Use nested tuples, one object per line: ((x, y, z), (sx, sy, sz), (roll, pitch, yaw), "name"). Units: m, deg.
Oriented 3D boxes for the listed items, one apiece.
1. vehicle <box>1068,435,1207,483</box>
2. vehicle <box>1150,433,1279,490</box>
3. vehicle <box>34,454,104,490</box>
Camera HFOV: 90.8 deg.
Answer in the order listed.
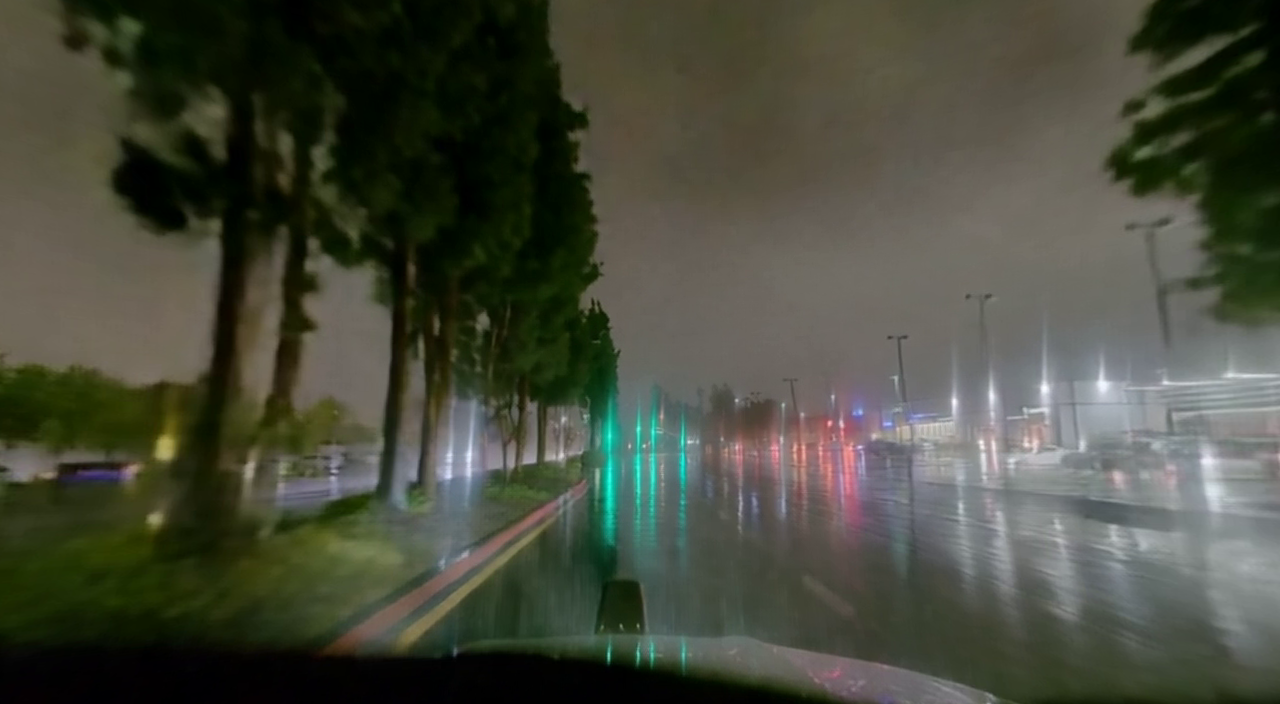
((17.791, 3.765, 22.563), (4.569, 1.529, 2.036), (4, -9, -27), "vehicle")
((18.362, 3.394, 19.889), (4.197, 1.612, 1.784), (4, -9, -25), "vehicle")
((-29.870, 6.234, 33.177), (1.862, 1.654, 4.229), (5, -10, -32), "vehicle")
